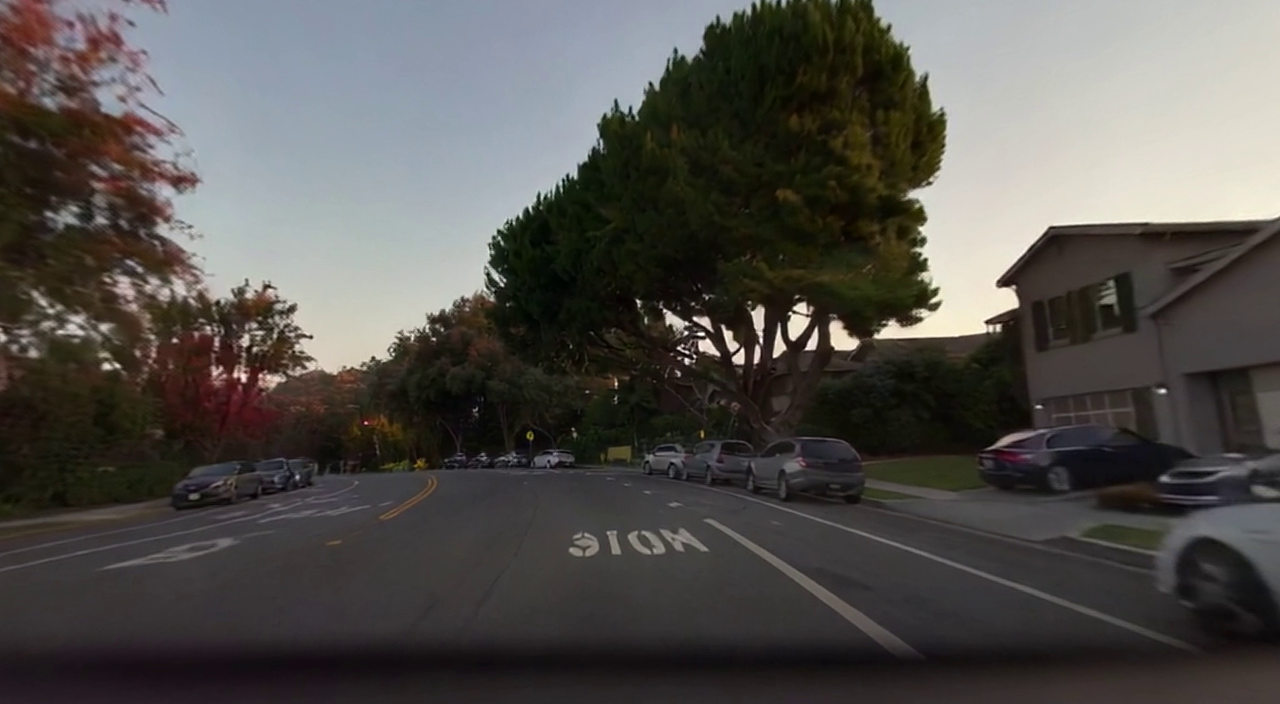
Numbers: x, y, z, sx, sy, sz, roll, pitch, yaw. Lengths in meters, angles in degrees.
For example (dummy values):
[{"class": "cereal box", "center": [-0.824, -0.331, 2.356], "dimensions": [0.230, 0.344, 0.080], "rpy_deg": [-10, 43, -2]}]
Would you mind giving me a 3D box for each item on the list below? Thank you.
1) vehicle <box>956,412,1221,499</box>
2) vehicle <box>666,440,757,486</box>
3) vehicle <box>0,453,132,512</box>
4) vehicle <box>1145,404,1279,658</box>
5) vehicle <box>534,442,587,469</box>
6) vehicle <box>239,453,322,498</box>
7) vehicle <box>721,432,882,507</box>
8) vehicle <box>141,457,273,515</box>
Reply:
[{"class": "vehicle", "center": [10.093, 2.310, 14.418], "dimensions": [4.716, 1.483, 1.993], "rpy_deg": [-3, -7, -9]}, {"class": "vehicle", "center": [2.470, 3.963, 22.946], "dimensions": [1.844, 1.485, 4.193], "rpy_deg": [2, -9, -16]}, {"class": "vehicle", "center": [-18.803, 4.123, 20.426], "dimensions": [2.017, 1.588, 4.732], "rpy_deg": [3, -9, -18]}, {"class": "vehicle", "center": [4.951, 0.878, 2.388], "dimensions": [2.092, 1.524, 4.800], "rpy_deg": [0, -8, 0]}, {"class": "vehicle", "center": [-5.800, 7.383, 45.486], "dimensions": [2.134, 1.805, 5.559], "rpy_deg": [4, -9, -25]}, {"class": "vehicle", "center": [-14.926, 5.098, 26.541], "dimensions": [2.117, 1.501, 4.762], "rpy_deg": [2, -8, -19]}, {"class": "vehicle", "center": [3.887, 2.924, 16.253], "dimensions": [2.367, 1.614, 4.463], "rpy_deg": [1, -8, -9]}, {"class": "vehicle", "center": [-13.586, 4.172, 20.196], "dimensions": [1.943, 1.476, 4.714], "rpy_deg": [2, -9, -15]}]
